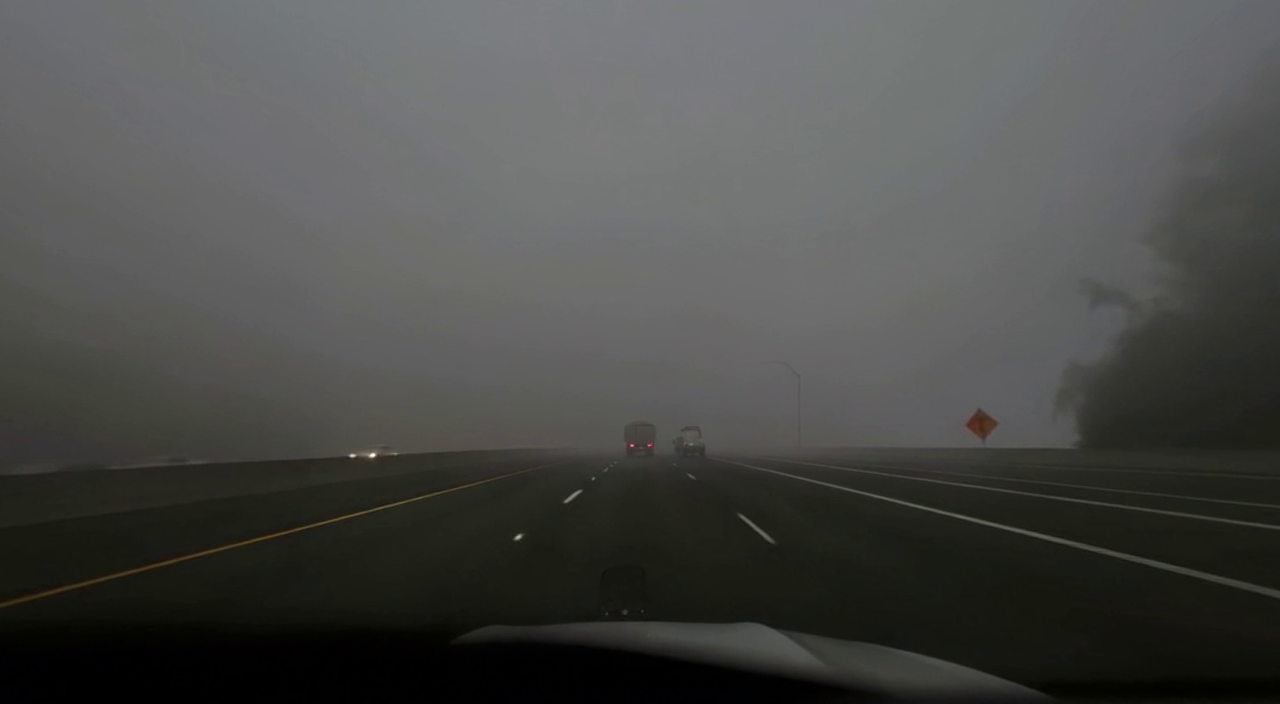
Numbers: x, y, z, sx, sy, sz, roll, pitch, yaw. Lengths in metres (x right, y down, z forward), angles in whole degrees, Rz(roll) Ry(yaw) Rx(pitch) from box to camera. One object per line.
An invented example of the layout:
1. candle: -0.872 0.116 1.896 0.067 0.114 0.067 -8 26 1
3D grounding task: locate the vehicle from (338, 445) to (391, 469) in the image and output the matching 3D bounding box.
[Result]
1. vehicle: -20.722 7.917 47.594 1.929 1.688 4.519 0 -8 0

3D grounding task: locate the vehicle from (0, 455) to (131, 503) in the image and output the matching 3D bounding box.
1. vehicle: -22.178 4.710 23.826 1.909 1.536 4.882 0 -8 -1
